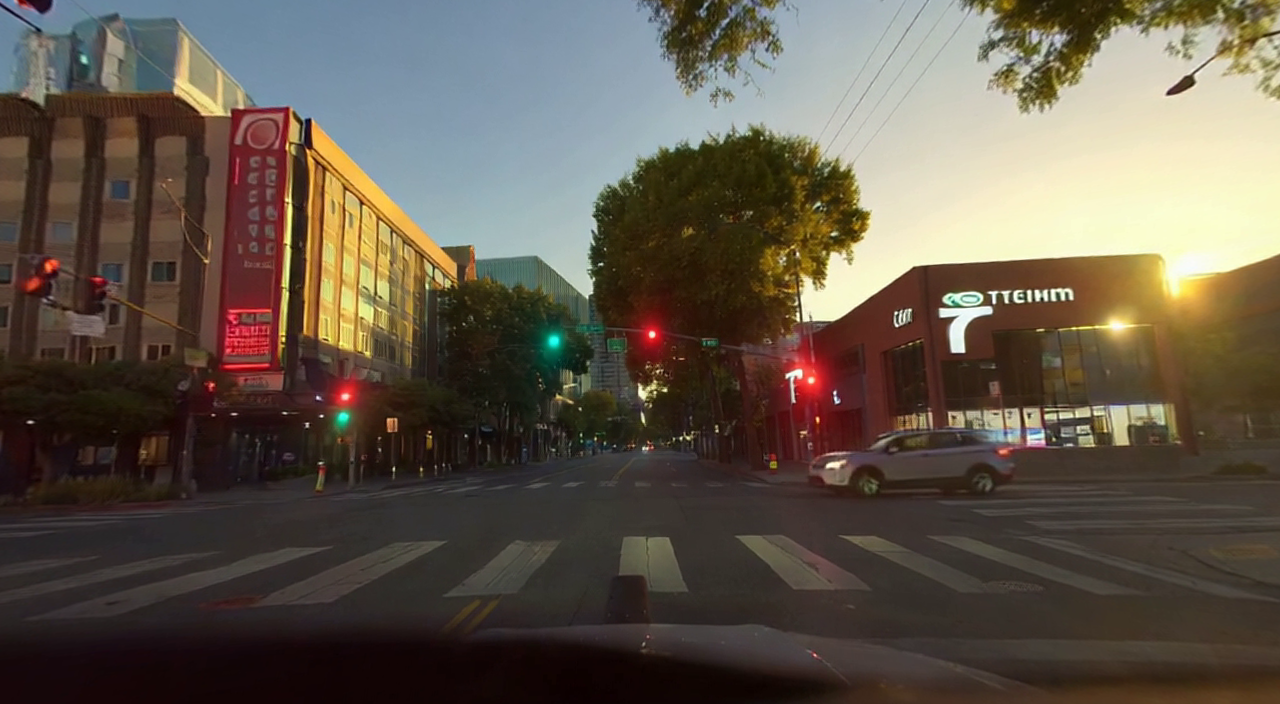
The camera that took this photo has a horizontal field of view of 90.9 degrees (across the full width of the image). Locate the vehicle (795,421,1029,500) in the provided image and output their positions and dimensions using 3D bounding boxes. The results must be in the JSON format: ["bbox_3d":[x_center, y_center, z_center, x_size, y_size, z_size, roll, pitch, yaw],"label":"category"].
[{"bbox_3d":[6.518,2.658,15.603,4.836,1.795,1.957,0,-8,1],"label":"vehicle"}]
